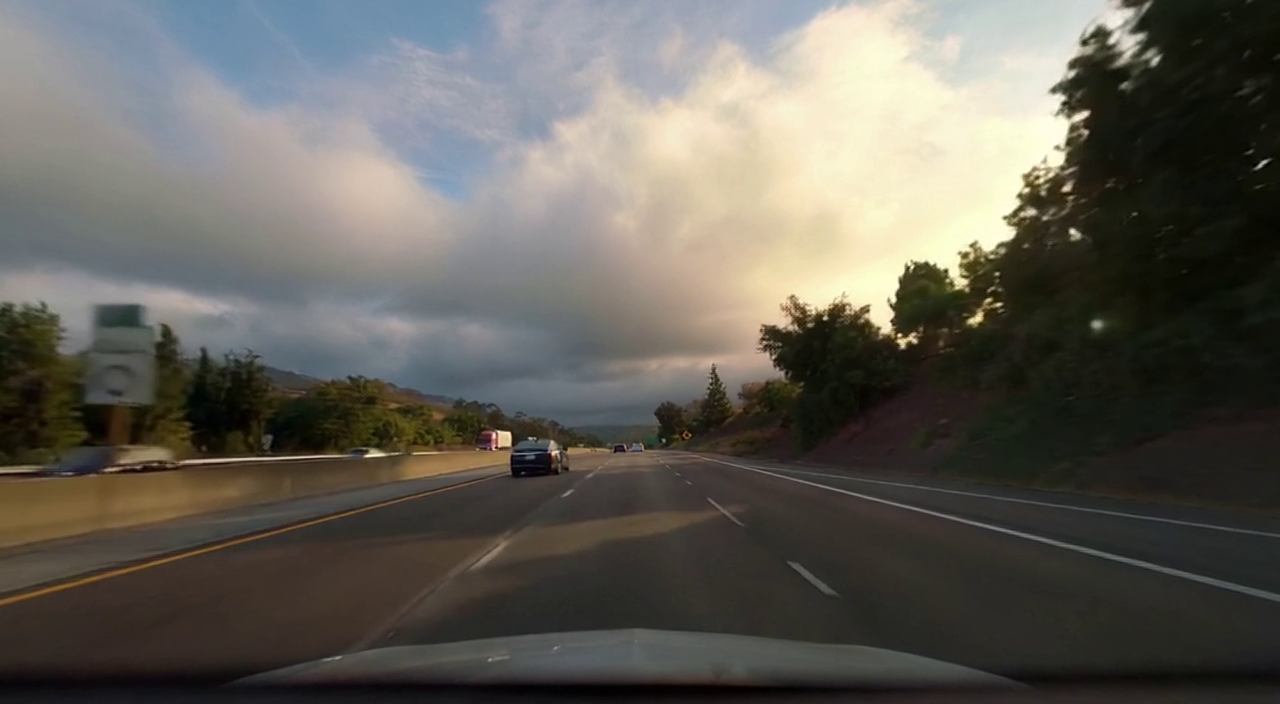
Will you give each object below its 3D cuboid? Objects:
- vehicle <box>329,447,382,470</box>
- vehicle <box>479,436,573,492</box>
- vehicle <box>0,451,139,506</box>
[{"bbox_3d":[-20.273,7.554,45.002,1.918,1.521,4.021,0,-8,-1],"label":"vehicle"},{"bbox_3d":[-3.501,3.526,20.248,2.158,1.562,4.373,-1,-8,1],"label":"vehicle"},{"bbox_3d":[-18.495,3.916,19.855,1.868,1.466,4.235,-1,-8,1],"label":"vehicle"}]
